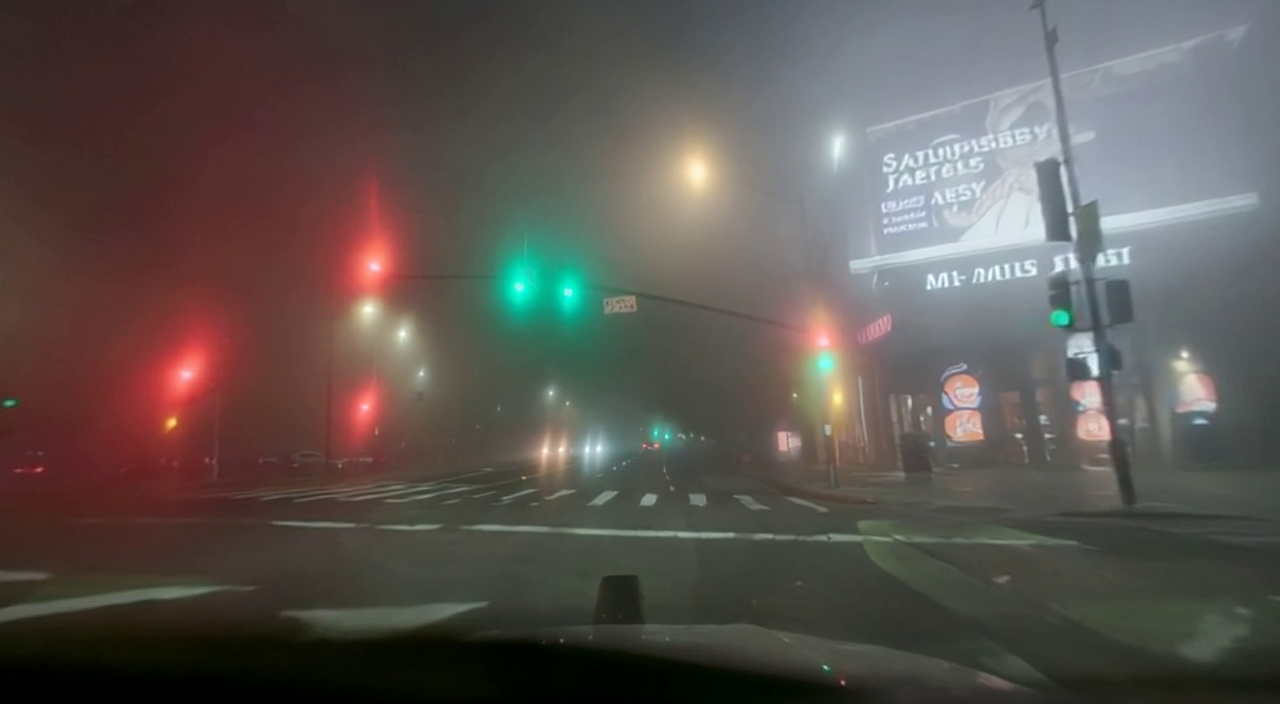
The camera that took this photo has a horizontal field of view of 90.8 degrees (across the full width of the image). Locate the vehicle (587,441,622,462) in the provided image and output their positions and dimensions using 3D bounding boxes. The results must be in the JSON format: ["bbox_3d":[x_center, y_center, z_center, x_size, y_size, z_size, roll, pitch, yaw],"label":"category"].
[{"bbox_3d":[-2.489,7.130,45.335,1.962,1.420,4.021,-1,-9,4],"label":"vehicle"}]

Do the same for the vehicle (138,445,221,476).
[{"bbox_3d":[-28.252,6.632,38.870,1.643,1.755,3.666,-5,-10,34],"label":"vehicle"}]

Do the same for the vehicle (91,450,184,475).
[{"bbox_3d":[-33.785,7.412,42.611,1.802,1.549,4.439,-5,-10,27],"label":"vehicle"}]

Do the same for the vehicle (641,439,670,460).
[{"bbox_3d":[1.171,7.462,48.306,2.168,1.545,4.047,0,-9,1],"label":"vehicle"}]

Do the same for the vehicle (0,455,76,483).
[{"bbox_3d":[-34.495,6.468,34.888,1.826,1.432,4.530,-5,-10,29],"label":"vehicle"}]

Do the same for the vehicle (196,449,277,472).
[{"bbox_3d":[-28.525,7.662,44.829,1.755,1.445,4.485,-6,-10,30],"label":"vehicle"}]
